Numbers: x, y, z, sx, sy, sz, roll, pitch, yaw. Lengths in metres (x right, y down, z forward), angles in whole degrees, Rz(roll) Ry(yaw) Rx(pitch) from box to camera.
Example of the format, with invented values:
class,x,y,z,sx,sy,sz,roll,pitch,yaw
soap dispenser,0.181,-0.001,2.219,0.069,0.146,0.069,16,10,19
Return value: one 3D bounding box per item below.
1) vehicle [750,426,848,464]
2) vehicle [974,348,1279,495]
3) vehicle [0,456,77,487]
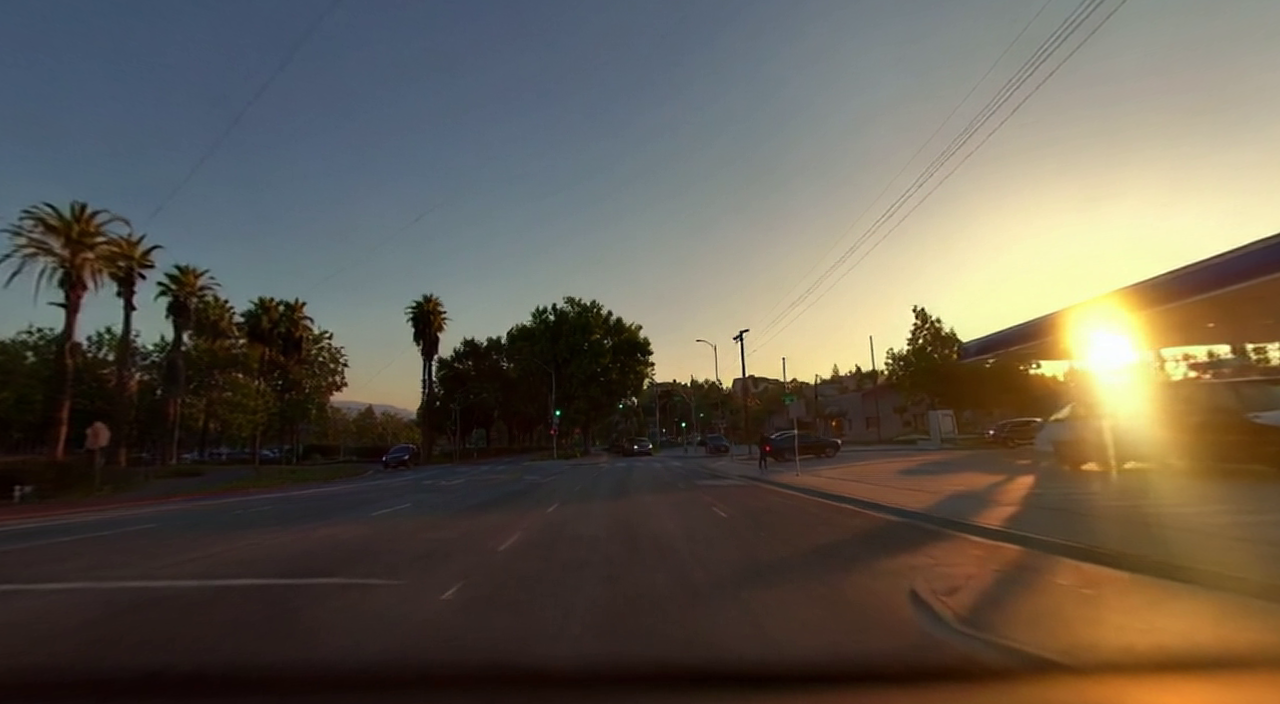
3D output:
class,x,y,z,sx,sy,sz,roll,pitch,yaw
vehicle,9.648,5.640,38.141,6.059,2.082,2.703,7,-11,-41
vehicle,13.422,2.072,17.079,2.944,2.783,10.332,0,-9,-1
vehicle,-36.319,7.001,37.324,1.917,1.684,4.567,0,-9,-2
